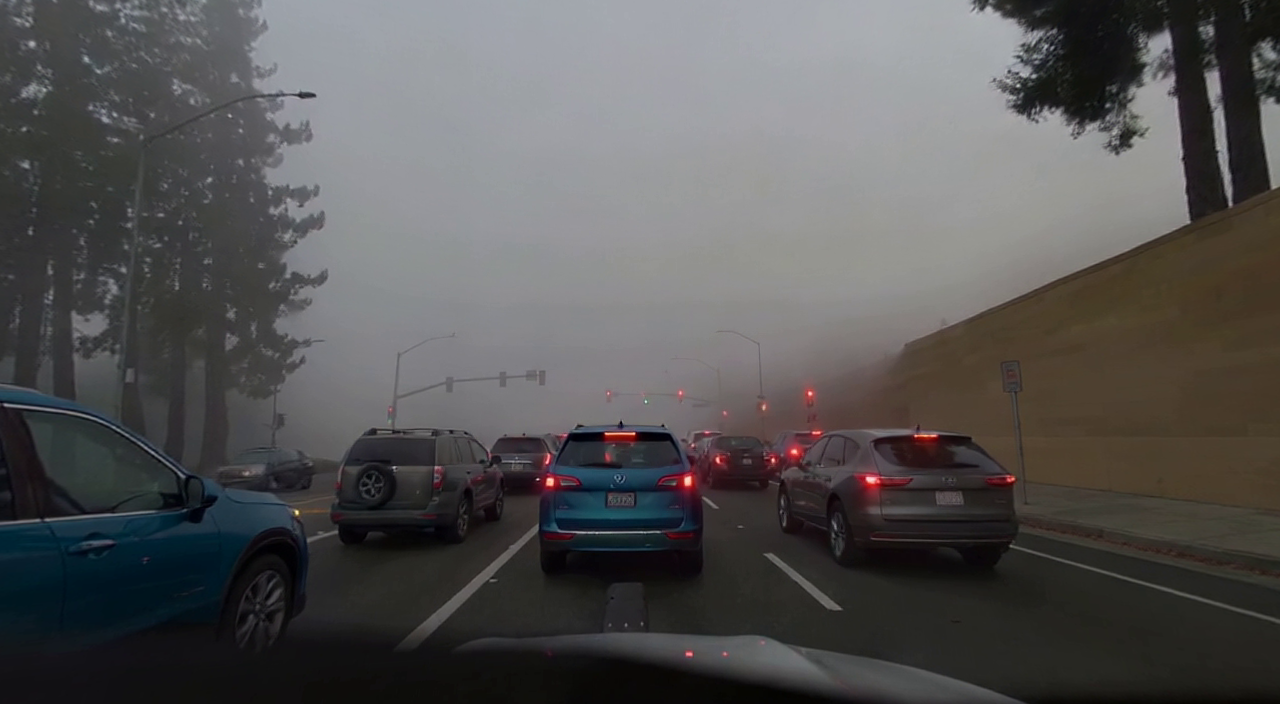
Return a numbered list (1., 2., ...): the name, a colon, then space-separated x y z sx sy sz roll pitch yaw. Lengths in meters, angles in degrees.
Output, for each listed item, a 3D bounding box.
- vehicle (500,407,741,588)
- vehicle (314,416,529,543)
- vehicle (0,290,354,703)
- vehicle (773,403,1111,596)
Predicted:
1. vehicle: -0.150 1.655 7.939 2.245 1.677 3.913 0 -8 1
2. vehicle: -3.492 2.135 11.235 2.067 1.759 4.631 0 -8 1
3. vehicle: -3.512 0.828 3.110 2.070 1.913 4.450 0 -8 0
4. vehicle: 3.147 1.619 7.806 2.029 1.702 4.281 0 -8 0
